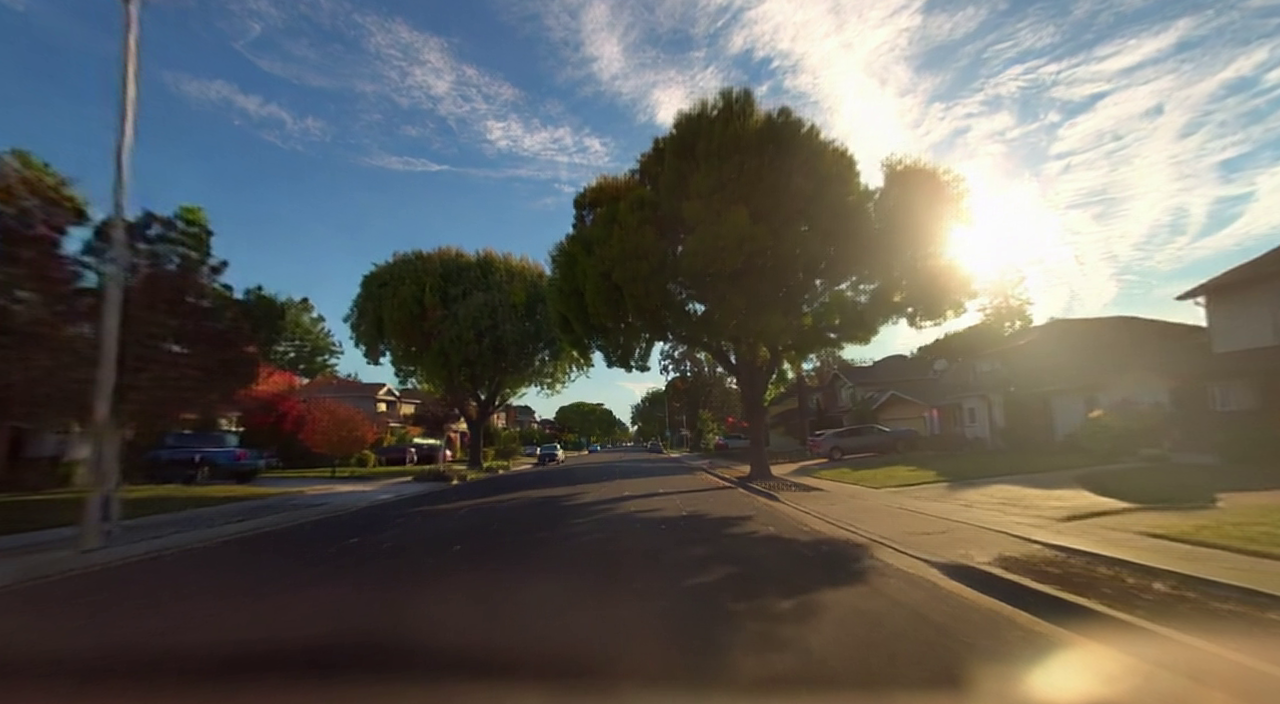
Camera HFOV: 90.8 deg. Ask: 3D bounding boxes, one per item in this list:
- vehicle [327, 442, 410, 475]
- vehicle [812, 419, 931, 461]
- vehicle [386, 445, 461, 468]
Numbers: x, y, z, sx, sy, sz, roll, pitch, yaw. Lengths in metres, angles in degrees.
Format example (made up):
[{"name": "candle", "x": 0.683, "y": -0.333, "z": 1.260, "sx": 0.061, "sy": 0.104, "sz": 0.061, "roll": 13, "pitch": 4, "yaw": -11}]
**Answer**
[{"name": "vehicle", "x": -14.138, "y": 5.552, "z": 33.192, "sx": 1.982, "sy": 1.596, "sz": 3.988, "roll": -2, "pitch": -8, "yaw": 12}, {"name": "vehicle", "x": 10.480, "y": 4.044, "z": 28.962, "sx": 4.582, "sy": 1.680, "sz": 2.223, "roll": -2, "pitch": -8, "yaw": 4}, {"name": "vehicle", "x": -14.483, "y": 7.023, "z": 42.432, "sx": 4.285, "sy": 1.483, "sz": 1.954, "roll": 0, "pitch": -9, "yaw": 0}]
